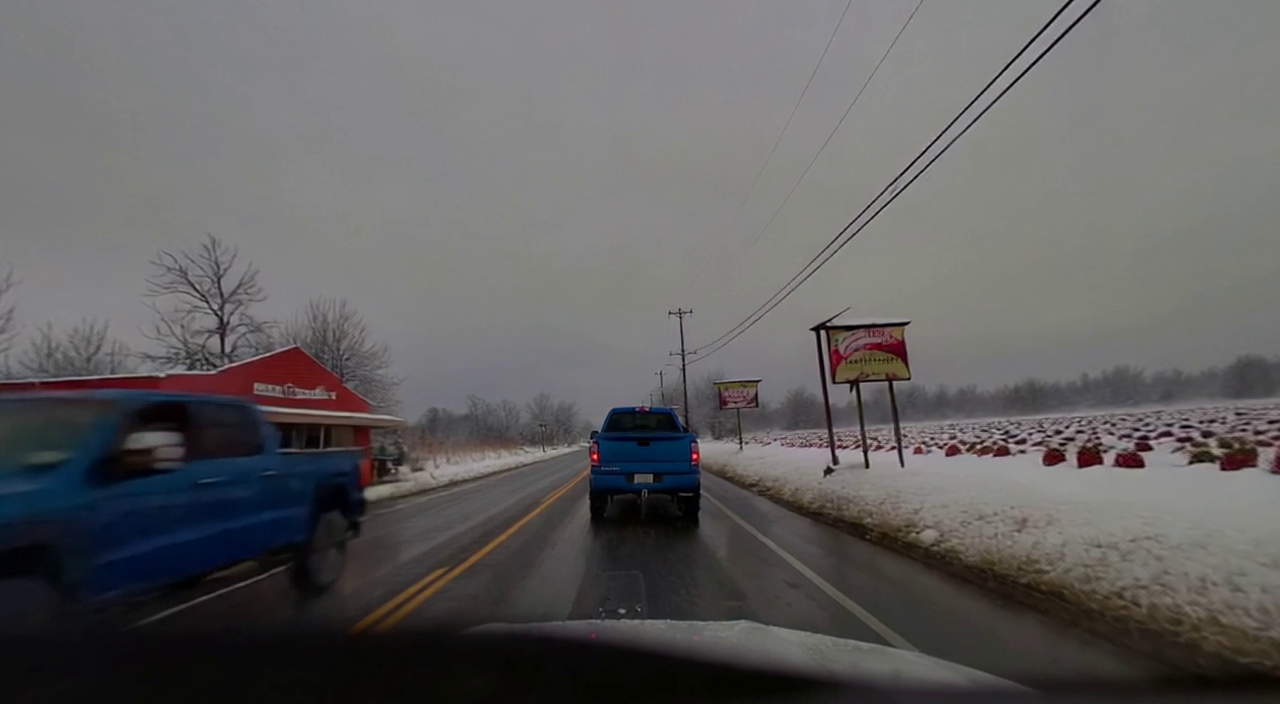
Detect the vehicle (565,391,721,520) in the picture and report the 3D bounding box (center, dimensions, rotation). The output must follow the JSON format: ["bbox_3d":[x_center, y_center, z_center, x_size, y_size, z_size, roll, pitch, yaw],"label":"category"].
[{"bbox_3d":[-0.037,2.220,13.974,2.693,2.223,5.885,0,-8,-2],"label":"vehicle"}]

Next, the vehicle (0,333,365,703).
[{"bbox_3d":[-3.933,1.063,4.179,2.180,1.801,4.679,-2,-8,-1],"label":"vehicle"}]
